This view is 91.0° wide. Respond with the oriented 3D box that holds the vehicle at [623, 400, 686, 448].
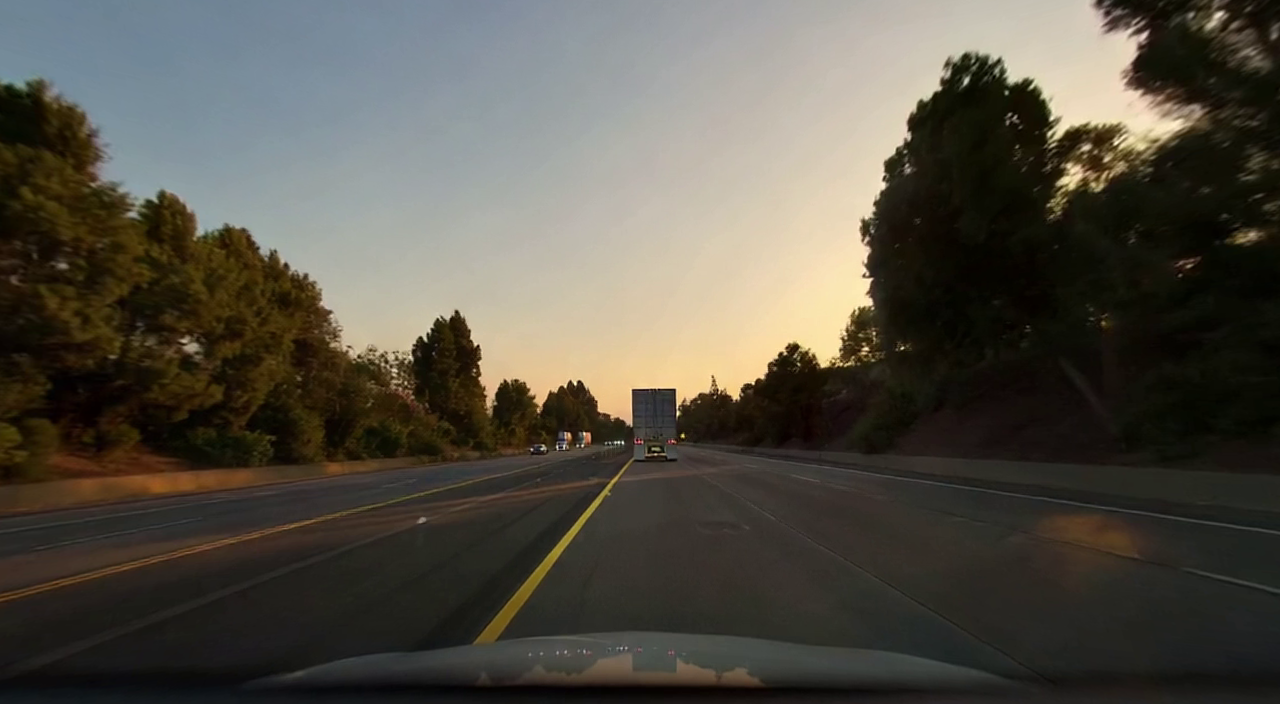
[{"bbox_3d":[0.571,3.210,27.357,2.509,1.890,4.732,0,-8,0],"label":"vehicle"}]
